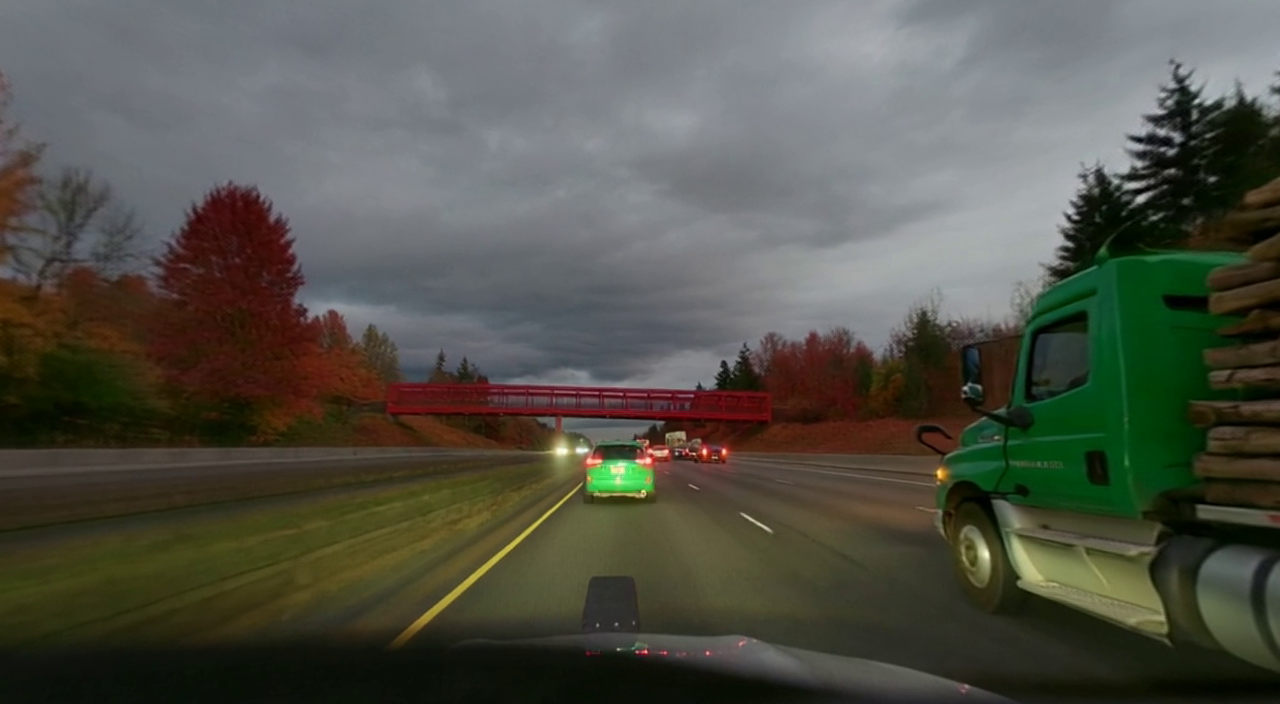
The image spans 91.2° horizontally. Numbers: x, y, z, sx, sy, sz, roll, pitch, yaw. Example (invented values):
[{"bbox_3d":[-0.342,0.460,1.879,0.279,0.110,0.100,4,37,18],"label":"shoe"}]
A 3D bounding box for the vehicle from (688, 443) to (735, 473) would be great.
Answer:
[{"bbox_3d":[3.706,5.541,32.980,1.894,1.487,3.751,0,-9,-2],"label":"vehicle"}]

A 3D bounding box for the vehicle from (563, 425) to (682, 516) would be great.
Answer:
[{"bbox_3d":[-0.342,2.575,14.034,2.259,1.699,4.015,0,-9,0],"label":"vehicle"}]

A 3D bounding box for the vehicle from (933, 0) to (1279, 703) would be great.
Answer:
[{"bbox_3d":[4.235,-0.410,1.087,2.992,3.920,8.831,0,-9,-1],"label":"vehicle"}]
